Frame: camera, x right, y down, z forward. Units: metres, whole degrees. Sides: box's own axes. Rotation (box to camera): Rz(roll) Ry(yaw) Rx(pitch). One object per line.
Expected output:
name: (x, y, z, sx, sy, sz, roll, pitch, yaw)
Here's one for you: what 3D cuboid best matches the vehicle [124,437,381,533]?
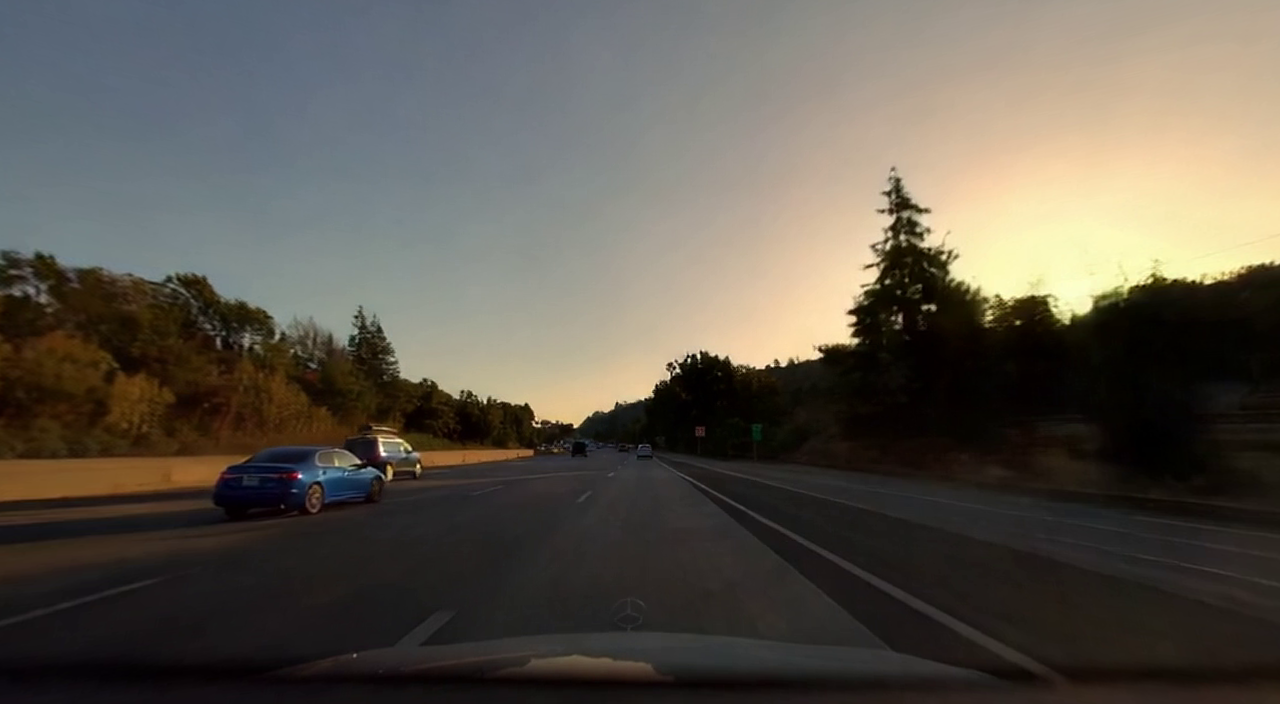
vehicle: (-7.064, 2.444, 12.307, 1.981, 1.486, 4.735, 0, -8, 0)
